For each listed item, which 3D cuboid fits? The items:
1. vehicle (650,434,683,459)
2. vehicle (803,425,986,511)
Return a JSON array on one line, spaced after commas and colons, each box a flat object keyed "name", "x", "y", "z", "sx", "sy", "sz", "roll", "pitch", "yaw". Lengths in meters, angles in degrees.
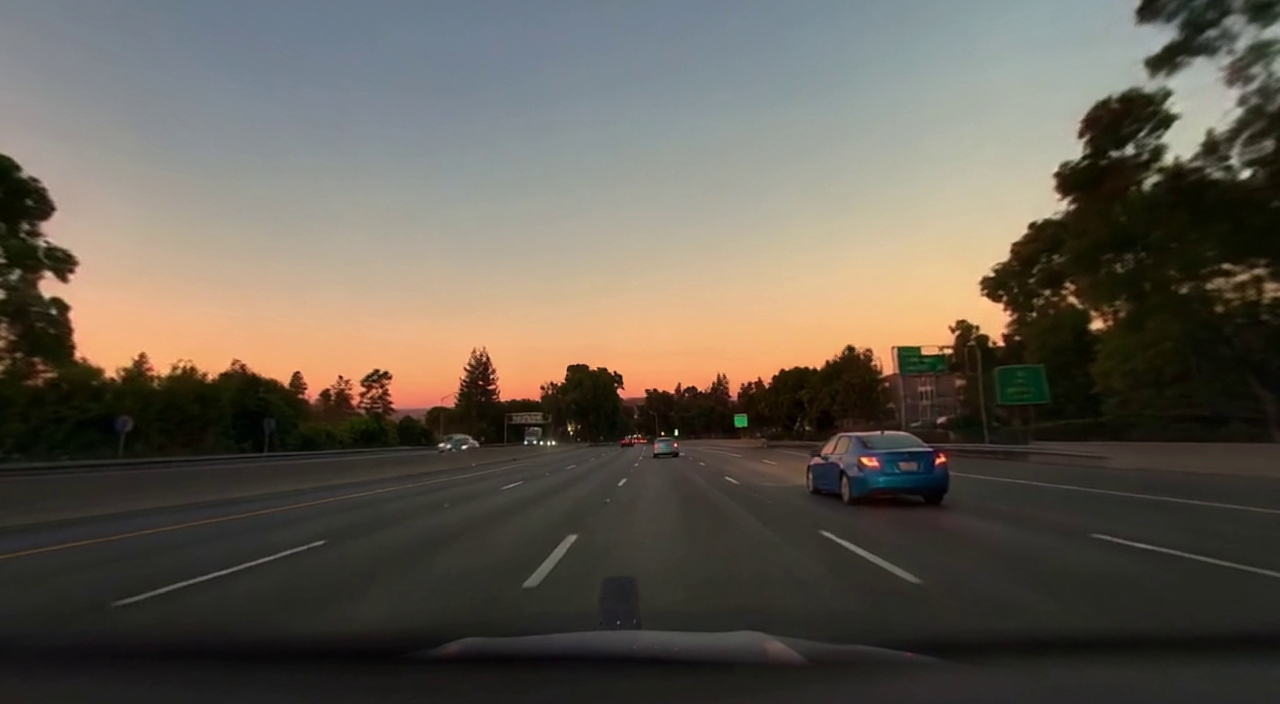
[{"name": "vehicle", "x": 1.774, "y": 6.568, "z": 43.896, "sx": 2.127, "sy": 1.692, "sz": 4.382, "roll": 0, "pitch": -9, "yaw": 0}, {"name": "vehicle", "x": 5.137, "y": 2.426, "z": 13.633, "sx": 2.029, "sy": 1.528, "sz": 4.644, "roll": 0, "pitch": -9, "yaw": 0}]
